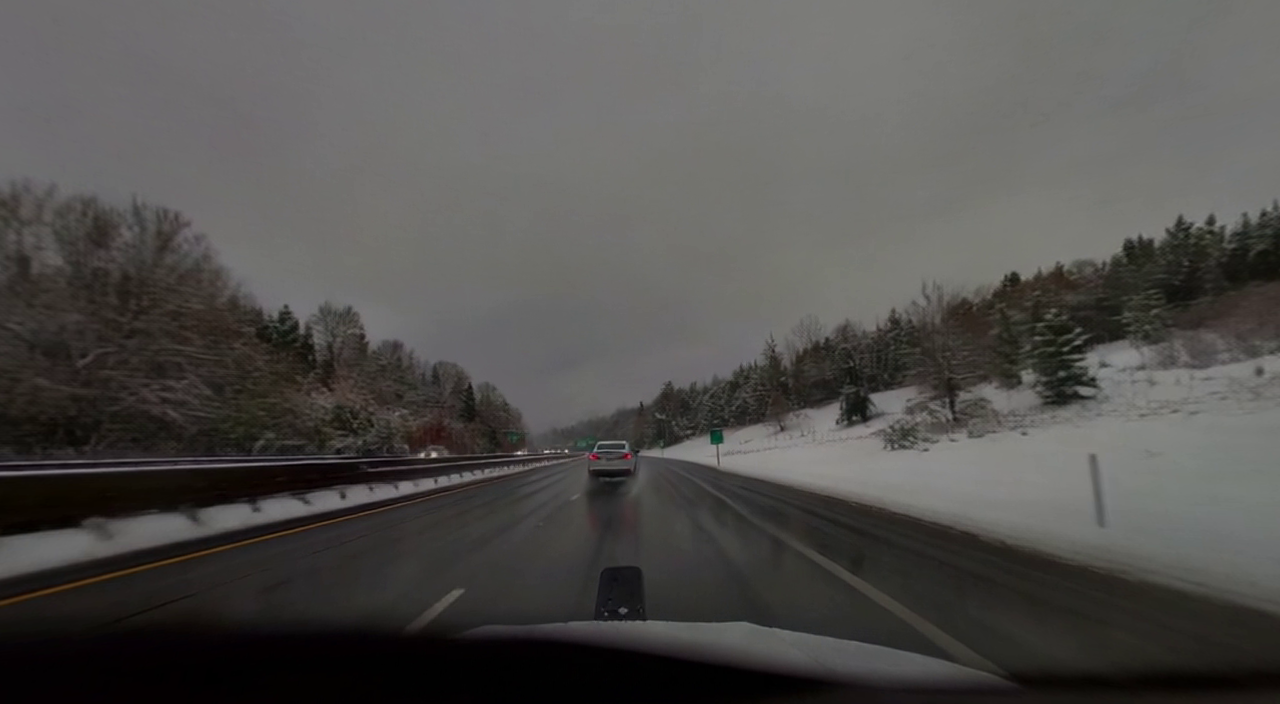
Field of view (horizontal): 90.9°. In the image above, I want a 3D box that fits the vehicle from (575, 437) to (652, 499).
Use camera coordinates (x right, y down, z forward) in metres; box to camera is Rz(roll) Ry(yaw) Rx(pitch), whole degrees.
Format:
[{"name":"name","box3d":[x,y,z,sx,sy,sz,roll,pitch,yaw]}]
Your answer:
[{"name":"vehicle","box3d":[-0.699,3.563,19.709,2.135,1.686,4.517,0,-9,1]}]
